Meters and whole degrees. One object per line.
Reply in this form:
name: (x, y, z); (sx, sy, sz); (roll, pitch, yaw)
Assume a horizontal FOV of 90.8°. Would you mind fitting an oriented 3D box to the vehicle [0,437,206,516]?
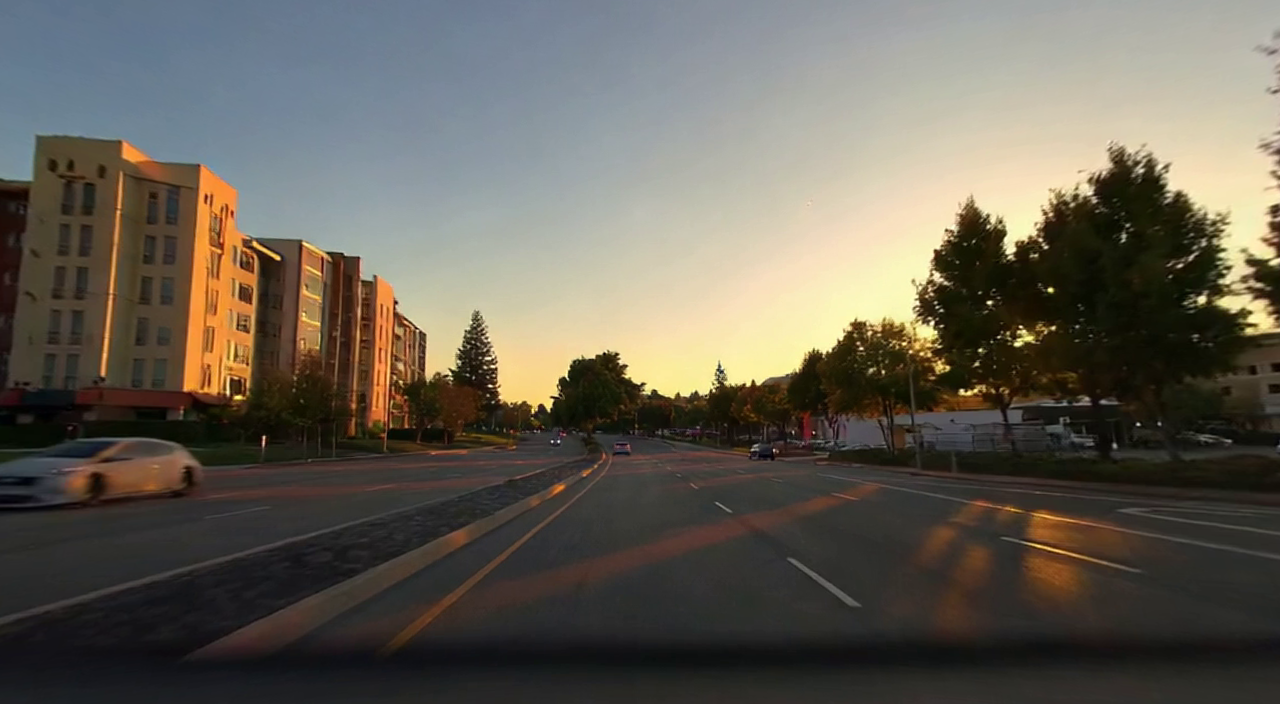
vehicle: (-13.524, 2.977, 15.644); (2.279, 1.650, 4.524); (0, -8, 0)
